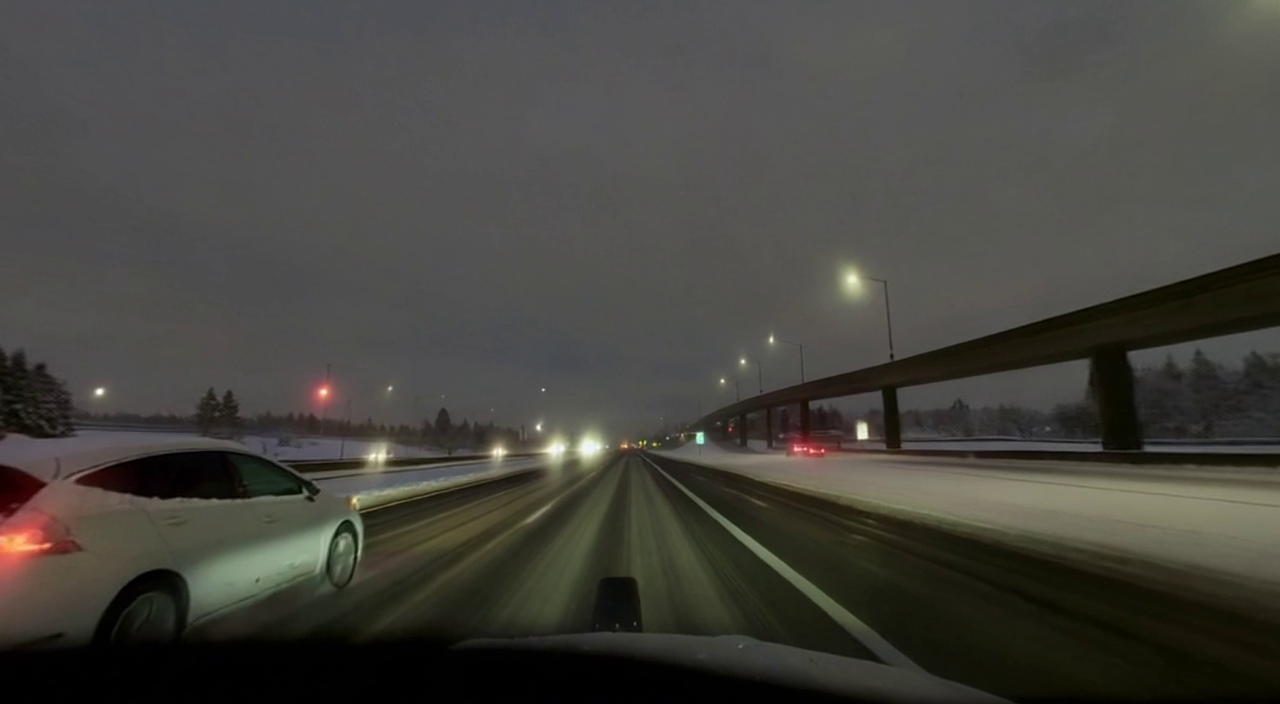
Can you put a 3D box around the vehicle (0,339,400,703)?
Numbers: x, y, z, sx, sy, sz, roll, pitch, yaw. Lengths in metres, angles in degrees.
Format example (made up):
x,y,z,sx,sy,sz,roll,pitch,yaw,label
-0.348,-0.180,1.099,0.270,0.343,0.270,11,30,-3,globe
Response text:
x,y,z,sx,sy,sz,roll,pitch,yaw,label
-3.478,1.071,4.068,2.178,1.699,4.321,0,-8,-1,vehicle
